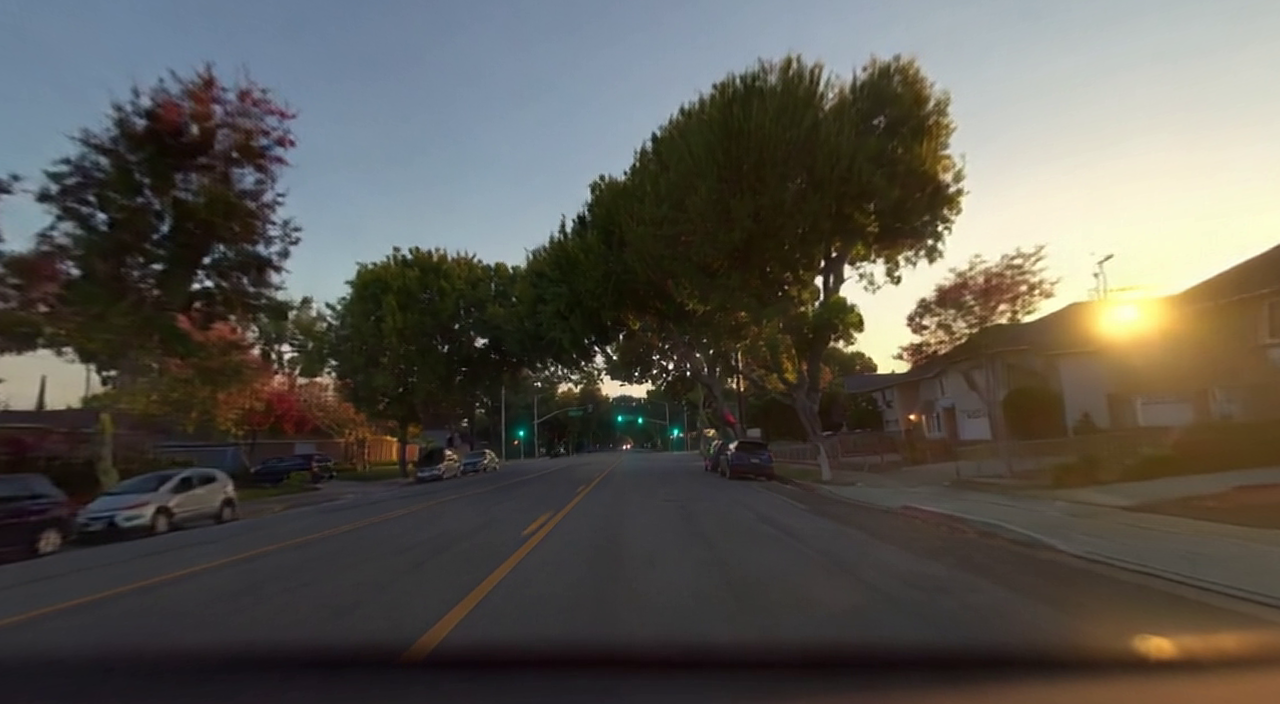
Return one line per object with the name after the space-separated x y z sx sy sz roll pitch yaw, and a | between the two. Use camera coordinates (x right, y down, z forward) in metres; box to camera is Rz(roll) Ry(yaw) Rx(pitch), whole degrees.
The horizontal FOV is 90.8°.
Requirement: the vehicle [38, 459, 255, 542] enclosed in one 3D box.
-11.638 3.468 15.377 2.008 1.643 4.130 0 -8 -2 | vehicle

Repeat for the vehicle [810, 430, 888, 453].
14.255 6.143 43.296 4.660 1.546 1.916 0 -8 0 | vehicle

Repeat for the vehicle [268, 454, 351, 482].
-20.025 7.024 38.387 3.932 1.641 1.819 0 -8 -1 | vehicle

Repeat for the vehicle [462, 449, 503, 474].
-11.688 8.097 47.115 1.977 1.753 4.278 0 -9 0 | vehicle

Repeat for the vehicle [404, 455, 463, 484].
-11.608 6.586 35.782 1.867 1.471 4.139 0 -9 1 | vehicle

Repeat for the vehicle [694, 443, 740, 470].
4.300 5.919 35.910 2.063 1.444 4.217 0 -9 -1 | vehicle

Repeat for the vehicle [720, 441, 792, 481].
4.566 4.344 25.495 2.010 1.461 4.247 0 -9 -2 | vehicle
